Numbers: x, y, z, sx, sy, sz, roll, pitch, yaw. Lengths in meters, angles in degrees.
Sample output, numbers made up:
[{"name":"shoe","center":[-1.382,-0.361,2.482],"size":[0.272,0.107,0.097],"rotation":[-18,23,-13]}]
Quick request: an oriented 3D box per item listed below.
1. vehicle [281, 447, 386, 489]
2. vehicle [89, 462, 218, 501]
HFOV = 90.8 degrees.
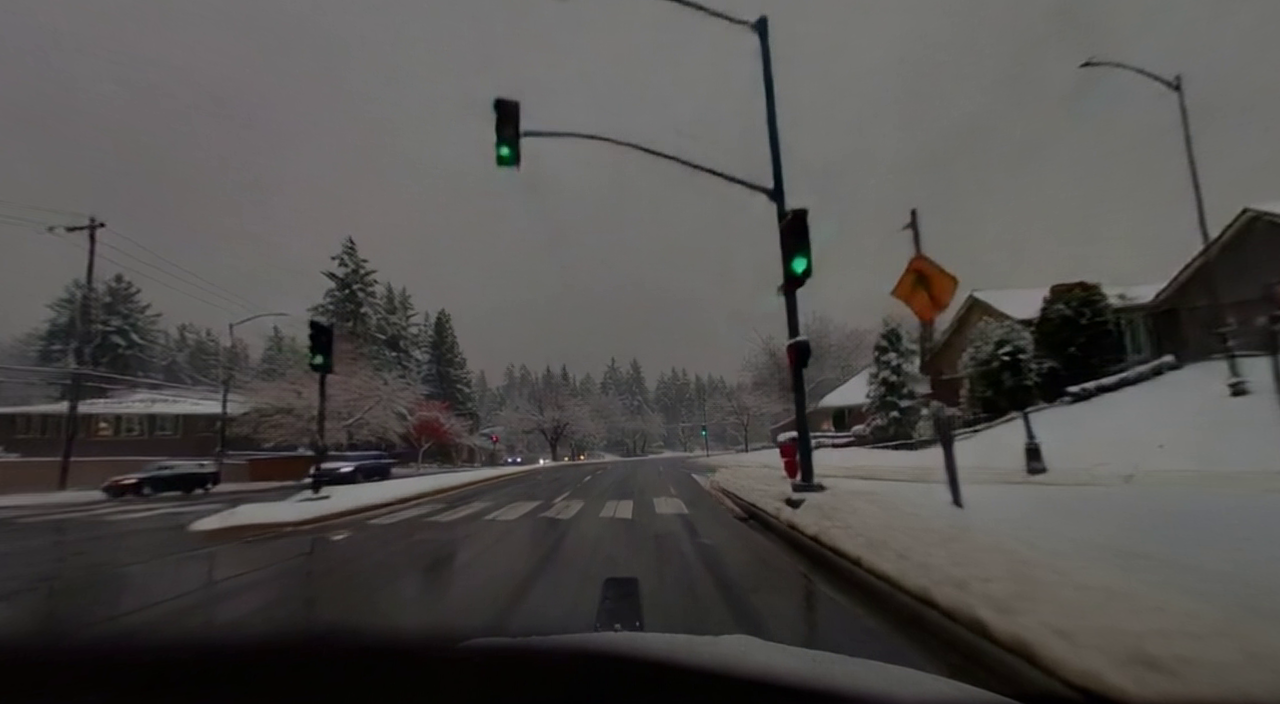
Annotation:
[{"name":"vehicle","center":[-14.400,5.451,30.083],"size":[2.106,1.782,4.974],"rotation":[-1,-8,5]},{"name":"vehicle","center":[-22.925,6.071,29.955],"size":[1.862,1.529,4.370],"rotation":[-4,-9,25]}]
